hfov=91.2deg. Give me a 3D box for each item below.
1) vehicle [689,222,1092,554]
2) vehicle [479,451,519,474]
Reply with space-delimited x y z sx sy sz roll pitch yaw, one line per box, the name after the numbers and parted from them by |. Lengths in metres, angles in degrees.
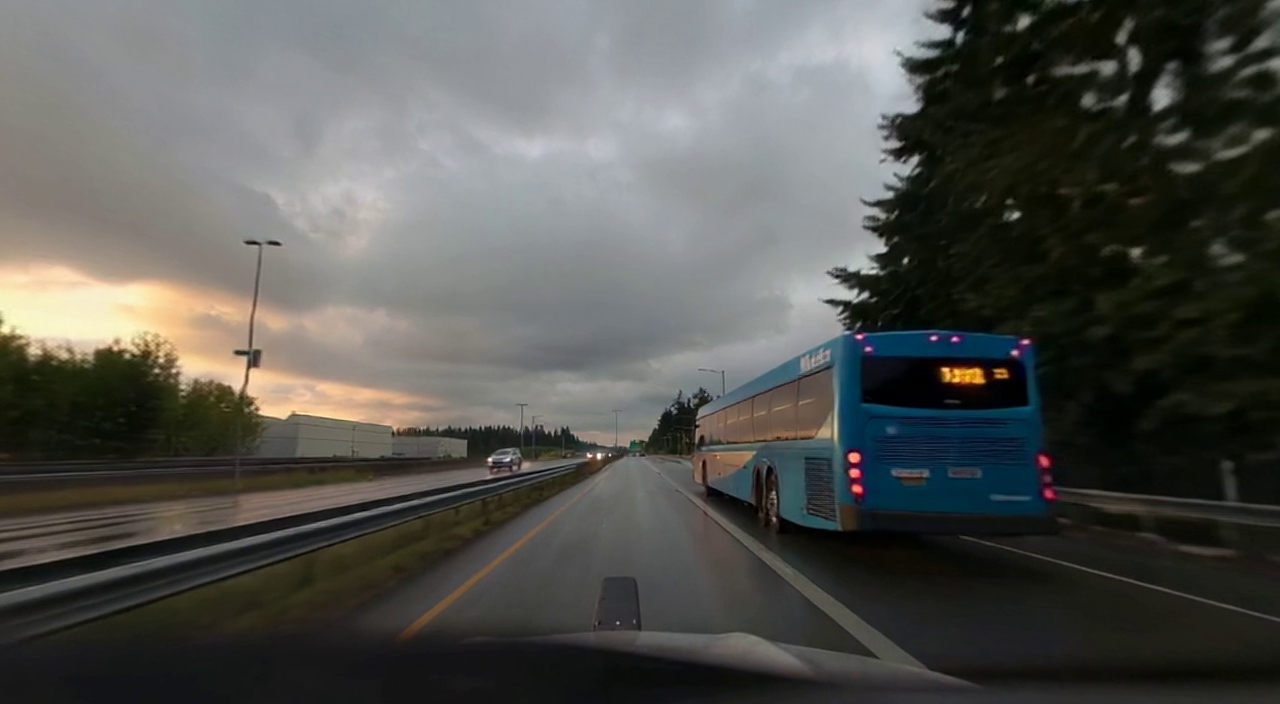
3.548 1.425 14.736 3.277 4.084 14.213 0 -9 -1 | vehicle
-10.035 7.888 44.896 1.872 1.461 4.227 0 -9 -1 | vehicle
